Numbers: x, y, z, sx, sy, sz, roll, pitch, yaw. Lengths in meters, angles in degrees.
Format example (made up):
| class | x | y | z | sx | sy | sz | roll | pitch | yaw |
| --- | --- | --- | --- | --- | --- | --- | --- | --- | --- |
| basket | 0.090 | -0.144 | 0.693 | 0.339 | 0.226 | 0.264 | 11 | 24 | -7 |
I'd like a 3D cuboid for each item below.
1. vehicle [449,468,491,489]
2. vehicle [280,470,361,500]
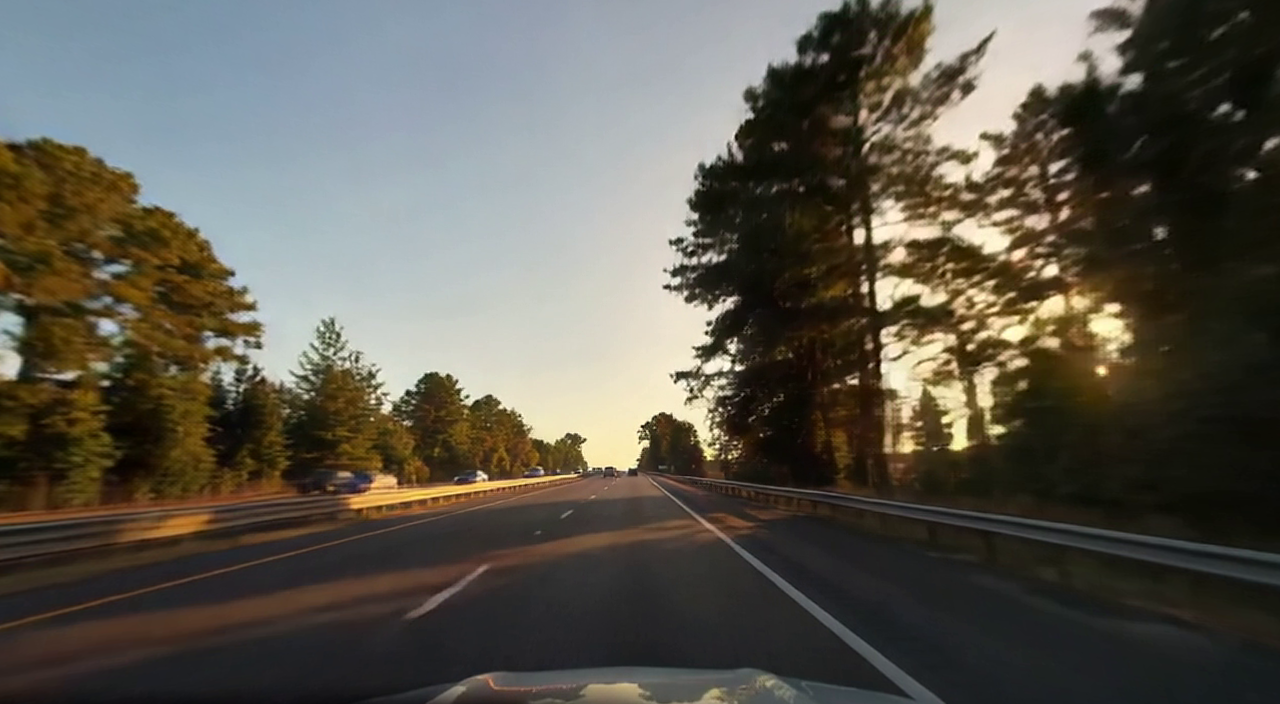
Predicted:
| class | x | y | z | sx | sy | sz | roll | pitch | yaw |
| --- | --- | --- | --- | --- | --- | --- | --- | --- | --- |
| vehicle | -12.820 | 9.571 | 47.812 | 1.932 | 1.473 | 4.509 | 1 | -11 | 0 |
| vehicle | -16.870 | 7.045 | 33.564 | 1.948 | 1.465 | 4.583 | 1 | -11 | 0 |
